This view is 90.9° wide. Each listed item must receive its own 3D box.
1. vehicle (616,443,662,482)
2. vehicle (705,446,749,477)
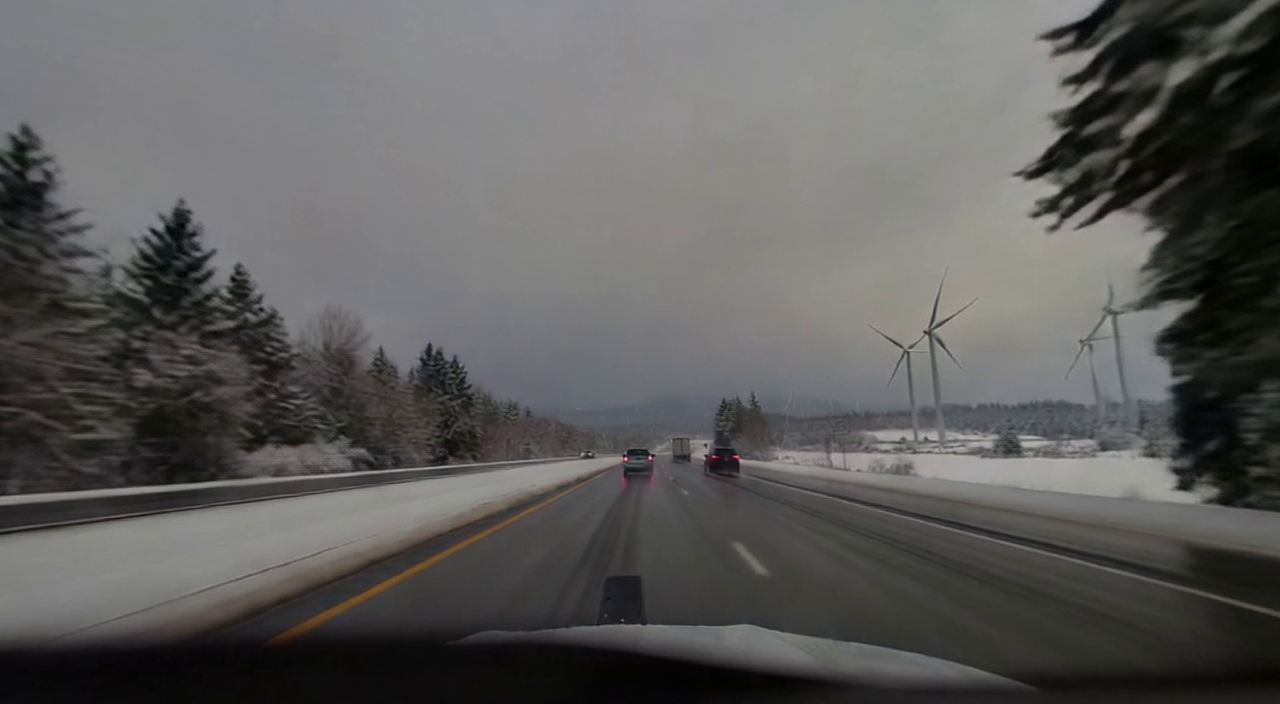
[{"bbox_3d":[-0.024,5.195,29.819,2.038,1.723,4.150,0,-9,0],"label":"vehicle"},{"bbox_3d":[5.065,6.446,37.290,2.040,1.721,4.507,0,-9,1],"label":"vehicle"}]
